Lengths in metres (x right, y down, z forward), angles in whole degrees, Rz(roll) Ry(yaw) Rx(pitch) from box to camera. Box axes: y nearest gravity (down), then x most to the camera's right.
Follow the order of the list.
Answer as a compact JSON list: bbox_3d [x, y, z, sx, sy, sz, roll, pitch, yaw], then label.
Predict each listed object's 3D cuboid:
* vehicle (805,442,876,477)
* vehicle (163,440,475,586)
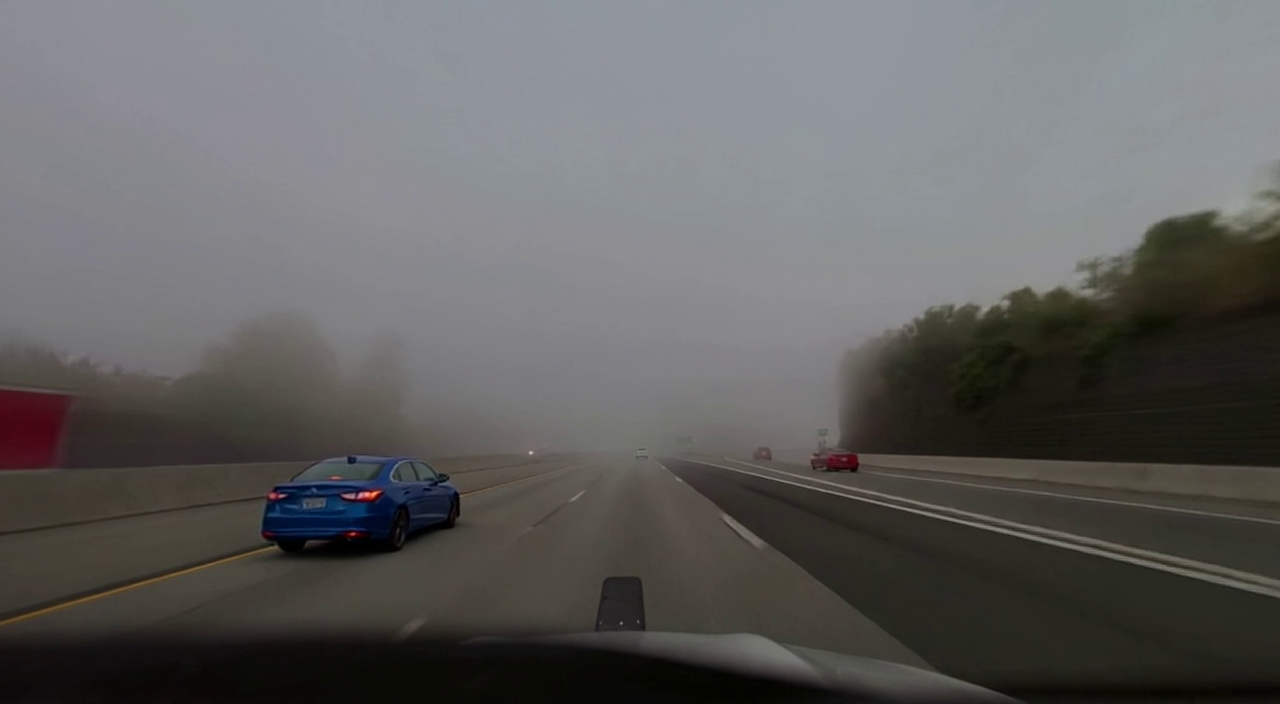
[{"bbox_3d":[9.247,5.008,29.546,1.884,1.485,4.600,-1,-9,1],"label":"vehicle"},{"bbox_3d":[-3.836,1.976,8.688,1.873,1.438,4.546,-1,-9,1],"label":"vehicle"}]
